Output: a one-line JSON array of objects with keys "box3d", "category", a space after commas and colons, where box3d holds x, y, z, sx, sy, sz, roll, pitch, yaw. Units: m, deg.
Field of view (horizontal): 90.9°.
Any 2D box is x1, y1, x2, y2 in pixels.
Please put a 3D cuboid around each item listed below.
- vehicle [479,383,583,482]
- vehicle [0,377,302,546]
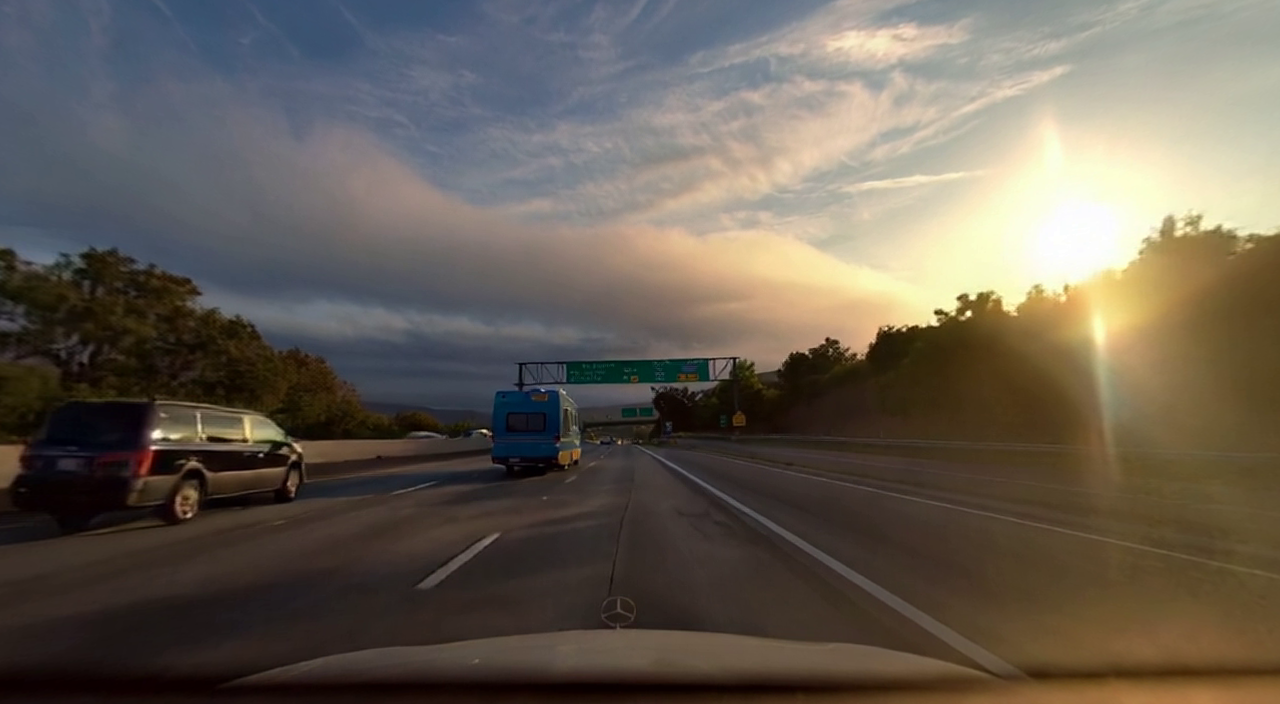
[{"box3d": [-3.917, 3.121, 24.484, 2.676, 3.269, 7.388, 0, -7, 0], "category": "vehicle"}, {"box3d": [-7.092, 1.487, 9.160, 2.045, 1.873, 4.202, 0, -7, -1], "category": "vehicle"}]
